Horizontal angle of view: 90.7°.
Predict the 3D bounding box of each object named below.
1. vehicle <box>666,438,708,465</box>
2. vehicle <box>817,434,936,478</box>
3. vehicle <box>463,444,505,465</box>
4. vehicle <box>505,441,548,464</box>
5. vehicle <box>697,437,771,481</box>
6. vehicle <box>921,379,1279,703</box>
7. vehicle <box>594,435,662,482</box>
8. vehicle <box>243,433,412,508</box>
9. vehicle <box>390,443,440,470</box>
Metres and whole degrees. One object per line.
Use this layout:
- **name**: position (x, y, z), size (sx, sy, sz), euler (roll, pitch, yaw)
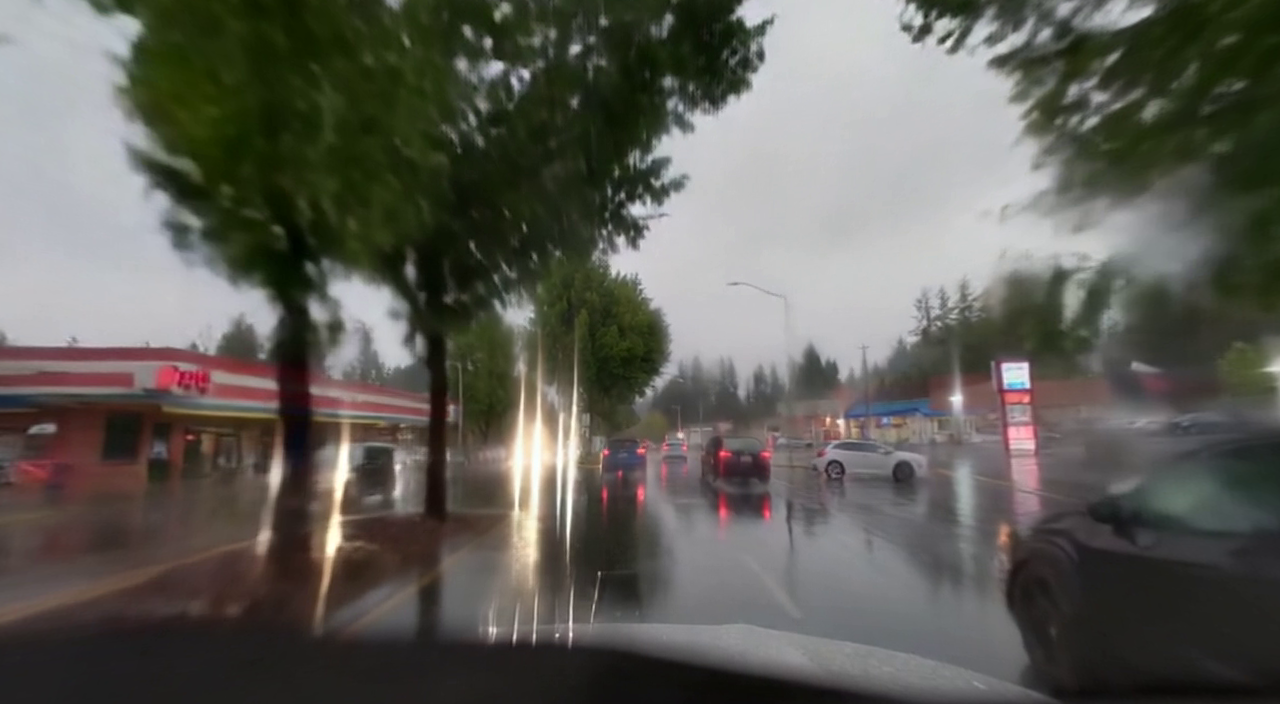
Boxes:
- **vehicle**: position (2.792, 6.022, 38.508), size (2.098, 1.527, 3.966), euler (0, -8, -2)
- **vehicle**: position (9.938, 4.416, 27.012), size (4.464, 1.755, 2.236), euler (-2, -9, 14)
- **vehicle**: position (-11.654, 7.663, 47.504), size (1.915, 1.473, 4.573), euler (0, -8, 1)
- **vehicle**: position (-8.137, 7.219, 45.697), size (2.240, 1.550, 4.760), euler (0, -8, 0)
- **vehicle**: position (3.413, 3.980, 23.854), size (2.060, 1.471, 4.168), euler (0, -8, -1)
- **vehicle**: position (3.206, 0.895, 2.477), size (2.097, 1.502, 4.470), euler (0, -8, -1)
- **vehicle**: position (-0.421, 3.799, 22.884), size (2.232, 1.508, 4.319), euler (0, -8, -1)
- **vehicle**: position (-7.538, 2.879, 15.835), size (2.085, 1.610, 4.085), euler (0, -8, 1)
- **vehicle**: position (-15.663, 7.287, 44.355), size (1.979, 1.819, 4.308), euler (0, -8, -1)
